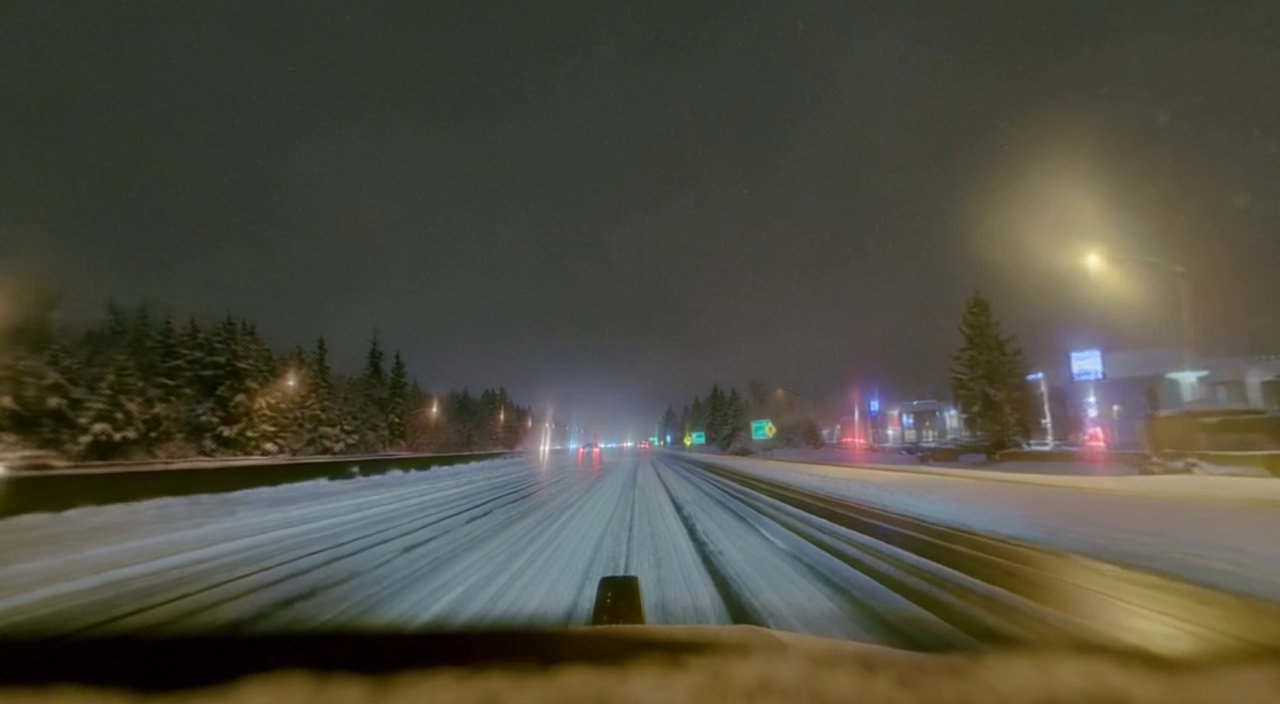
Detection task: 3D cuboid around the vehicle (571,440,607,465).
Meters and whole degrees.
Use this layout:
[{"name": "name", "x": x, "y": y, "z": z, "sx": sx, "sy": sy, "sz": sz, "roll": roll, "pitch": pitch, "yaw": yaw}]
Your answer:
[{"name": "vehicle", "x": -3.386, "y": 6.744, "z": 42.201, "sx": 2.015, "sy": 1.557, "sz": 4.229, "roll": 0, "pitch": -9, "yaw": 1}]
